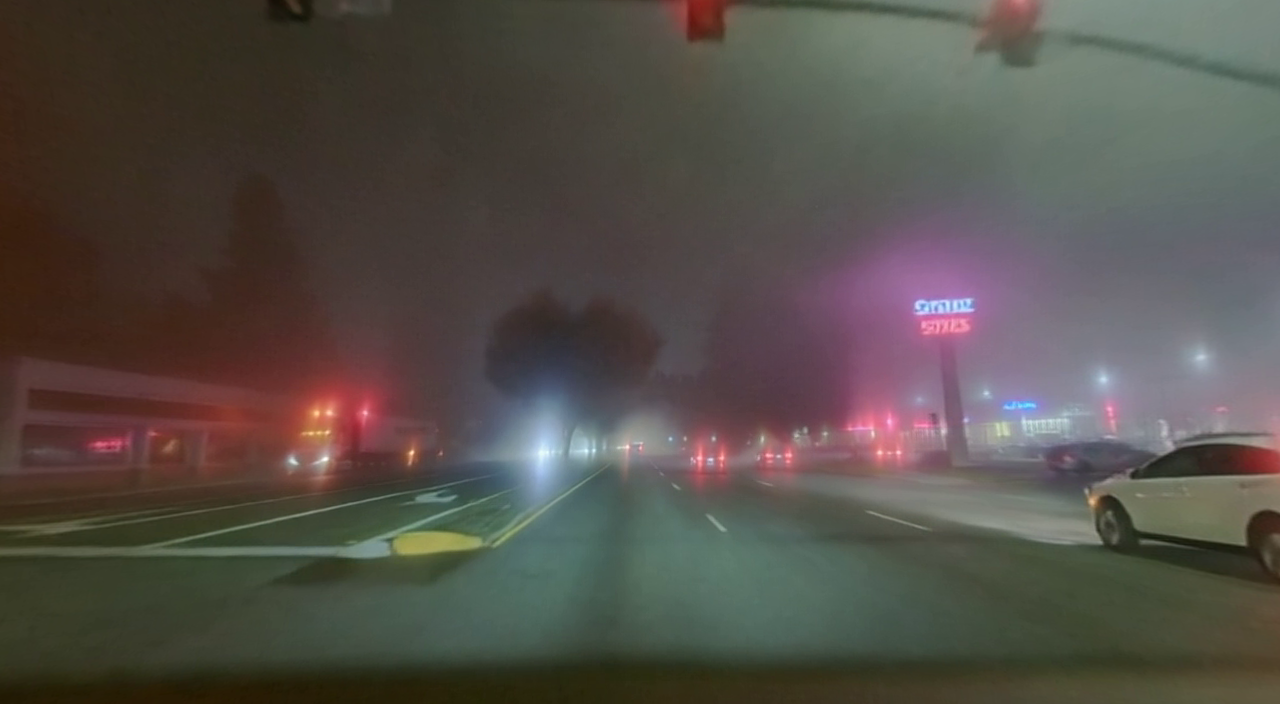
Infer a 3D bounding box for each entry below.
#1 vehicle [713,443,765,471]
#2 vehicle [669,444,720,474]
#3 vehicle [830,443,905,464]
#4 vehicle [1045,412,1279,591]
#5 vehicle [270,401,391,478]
[{"bbox_3d":[5.836,6.229,37.723,2.150,1.485,4.919,0,-9,-2],"label":"vehicle"},{"bbox_3d":[2.752,5.527,32.933,2.099,1.463,4.365,0,-8,-2],"label":"vehicle"},{"bbox_3d":[16.599,7.414,46.246,4.679,1.448,2.178,0,-9,-4],"label":"vehicle"},{"bbox_3d":[6.959,1.538,6.870,2.002,1.651,4.647,0,-8,0],"label":"vehicle"},{"bbox_3d":[-19.148,5.597,40.054,3.008,4.297,9.041,0,-9,0],"label":"vehicle"}]
